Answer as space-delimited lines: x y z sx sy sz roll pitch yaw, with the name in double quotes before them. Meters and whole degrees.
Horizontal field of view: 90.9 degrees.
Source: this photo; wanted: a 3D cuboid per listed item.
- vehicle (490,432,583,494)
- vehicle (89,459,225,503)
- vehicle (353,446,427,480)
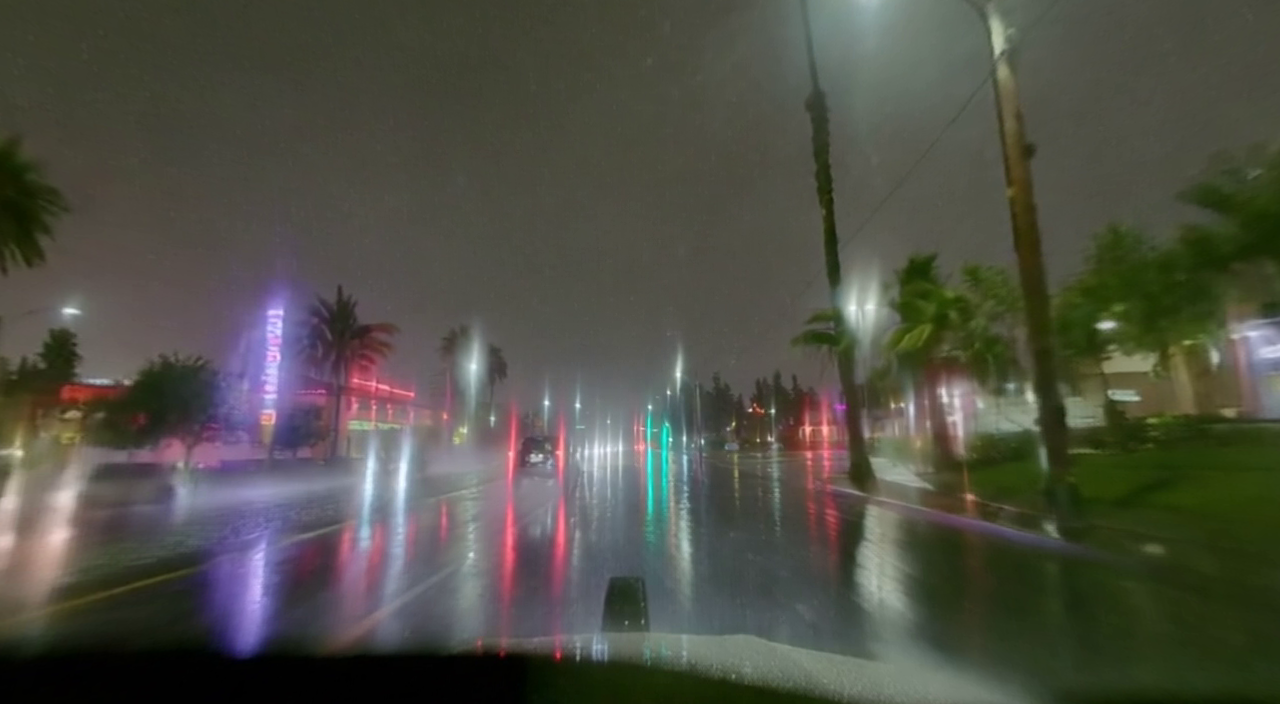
"vehicle" -3.074 3.405 19.801 2.062 1.693 4.669 0 -8 1
"vehicle" -19.331 5.134 25.507 1.838 1.502 4.370 -1 -8 4
"vehicle" -13.627 6.030 34.671 2.034 1.727 4.654 0 -8 1
